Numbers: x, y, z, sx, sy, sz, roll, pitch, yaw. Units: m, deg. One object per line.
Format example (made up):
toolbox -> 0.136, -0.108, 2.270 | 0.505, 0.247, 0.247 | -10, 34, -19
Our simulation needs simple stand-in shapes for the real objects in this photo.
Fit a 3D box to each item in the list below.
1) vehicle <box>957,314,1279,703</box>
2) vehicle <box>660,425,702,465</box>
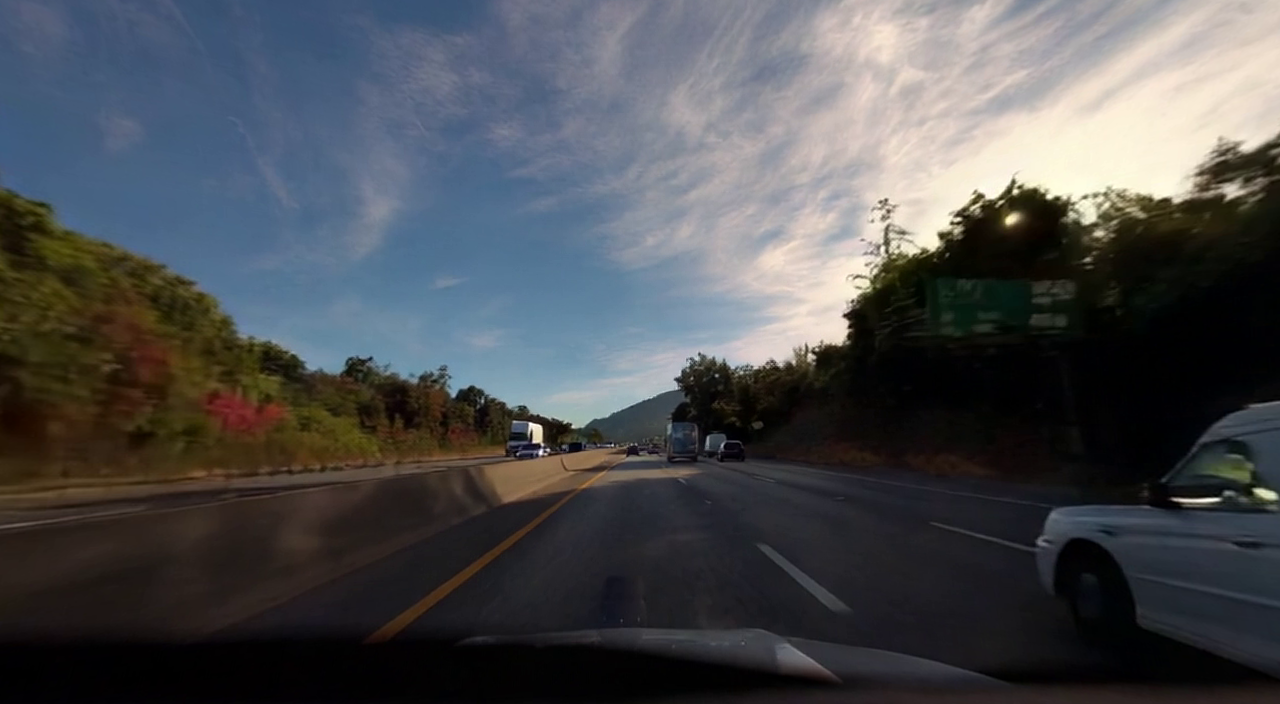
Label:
vehicle -> 3.471, 0.745, 2.454 | 2.070, 1.751, 4.576 | 0, -9, 0
vehicle -> 2.981, 7.069, 48.031 | 2.532, 2.791, 7.053 | 0, -9, -1
